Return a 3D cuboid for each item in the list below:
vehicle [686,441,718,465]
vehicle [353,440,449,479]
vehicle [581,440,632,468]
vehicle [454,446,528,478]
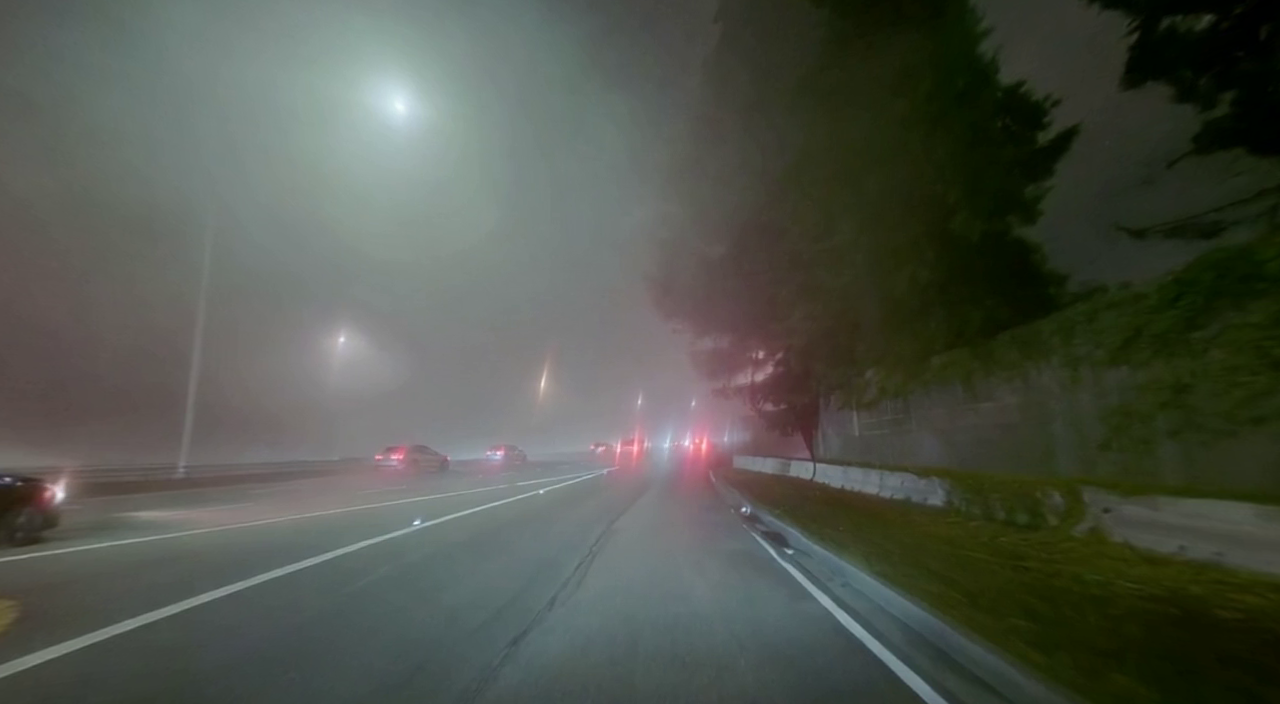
[{"bbox_3d":[4.653,7.482,46.990,2.012,1.622,4.166,-2,-8,11],"label":"vehicle"},{"bbox_3d":[-11.599,5.227,31.078,2.089,1.736,4.662,-2,-8,13],"label":"vehicle"},{"bbox_3d":[-2.224,6.986,43.552,2.105,1.764,5.109,-2,-8,13],"label":"vehicle"},{"bbox_3d":[-7.486,5.537,32.122,1.860,1.442,4.332,-2,-8,14],"label":"vehicle"}]
